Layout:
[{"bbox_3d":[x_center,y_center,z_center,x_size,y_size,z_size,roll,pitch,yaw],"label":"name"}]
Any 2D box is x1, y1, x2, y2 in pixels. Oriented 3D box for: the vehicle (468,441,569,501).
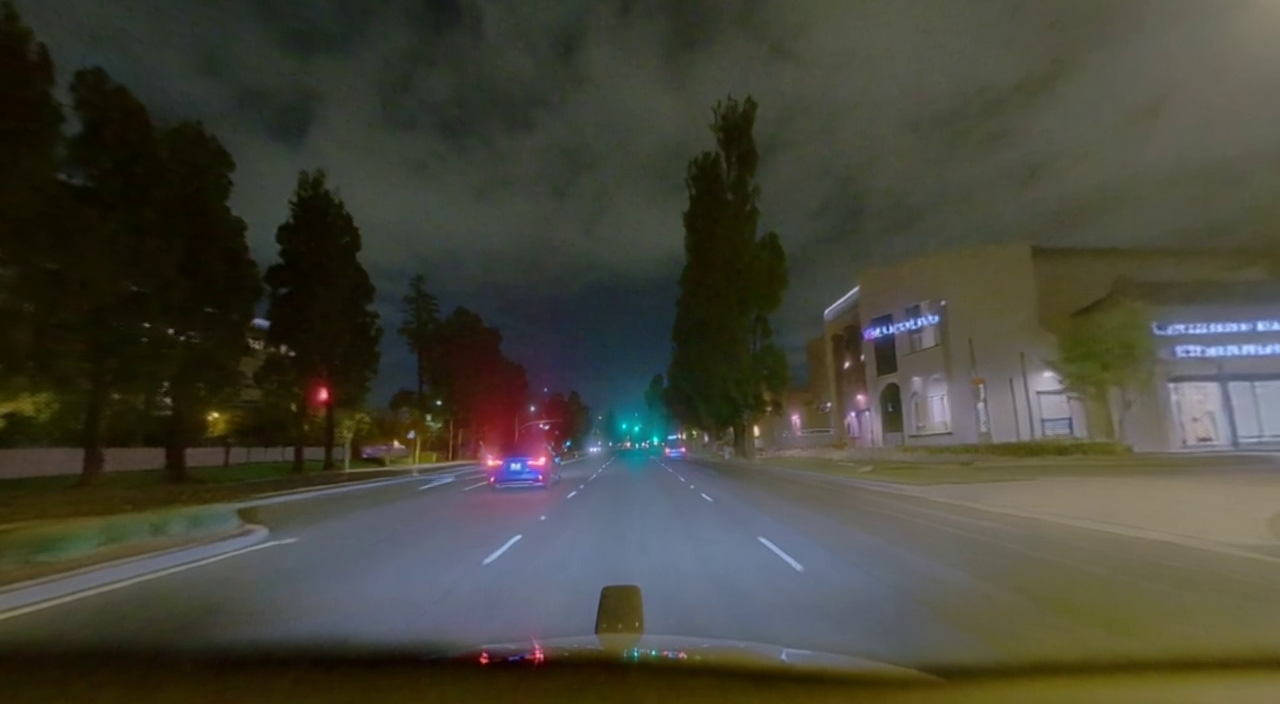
[{"bbox_3d":[-3.306,3.310,18.061,2.005,1.477,4.169,-1,-8,1],"label":"vehicle"}]
